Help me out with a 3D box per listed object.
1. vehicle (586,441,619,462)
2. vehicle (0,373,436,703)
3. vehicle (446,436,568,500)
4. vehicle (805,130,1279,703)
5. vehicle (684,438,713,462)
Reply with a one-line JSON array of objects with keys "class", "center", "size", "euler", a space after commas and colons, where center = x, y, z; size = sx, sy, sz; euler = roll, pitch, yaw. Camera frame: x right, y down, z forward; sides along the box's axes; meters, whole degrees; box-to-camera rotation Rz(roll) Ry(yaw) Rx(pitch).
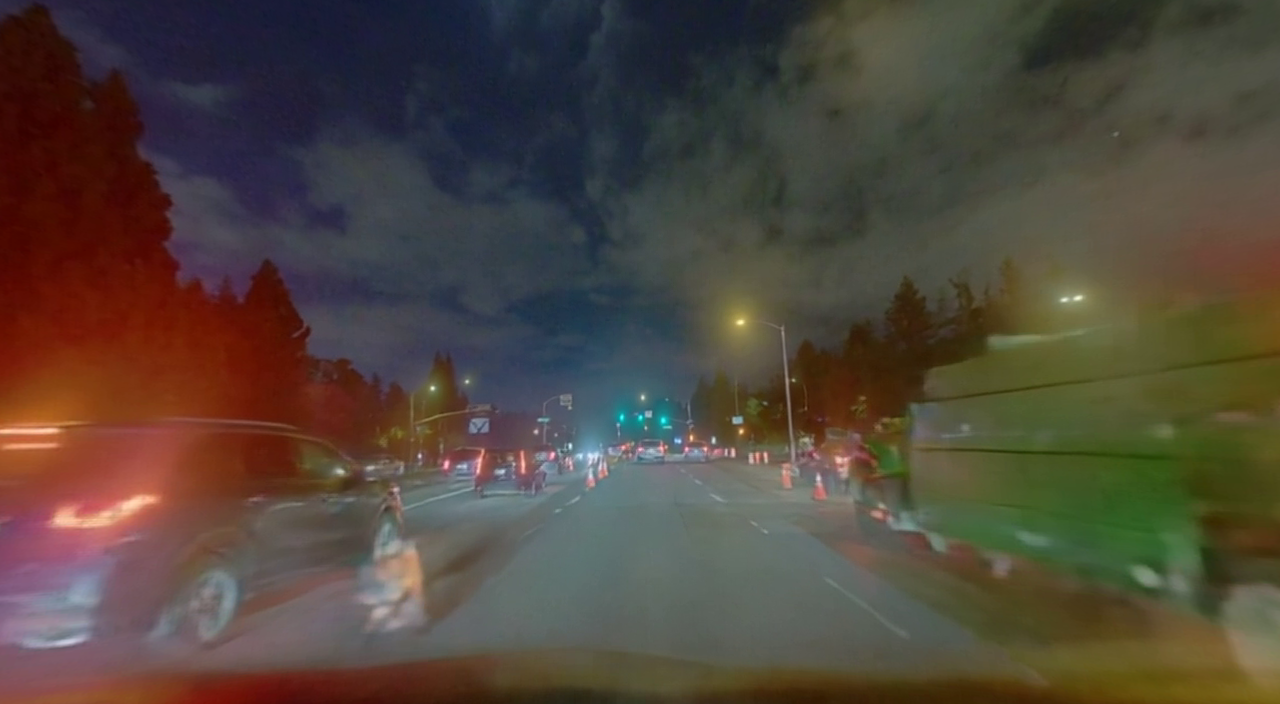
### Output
[{"class": "vehicle", "center": [-2.739, 7.378, 46.835], "size": [1.998, 1.481, 4.656], "euler": [0, -8, 2]}, {"class": "vehicle", "center": [-3.545, 1.266, 5.436], "size": [2.038, 1.682, 4.399], "euler": [0, -8, 1]}, {"class": "vehicle", "center": [-3.375, 3.055, 17.069], "size": [2.107, 1.482, 4.674], "euler": [0, -8, 2]}, {"class": "vehicle", "center": [3.695, 0.726, 4.396], "size": [2.760, 2.465, 7.936], "euler": [0, -8, -1]}, {"class": "vehicle", "center": [4.336, 7.190, 46.488], "size": [1.984, 1.659, 4.226], "euler": [-1, -8, 7]}]
